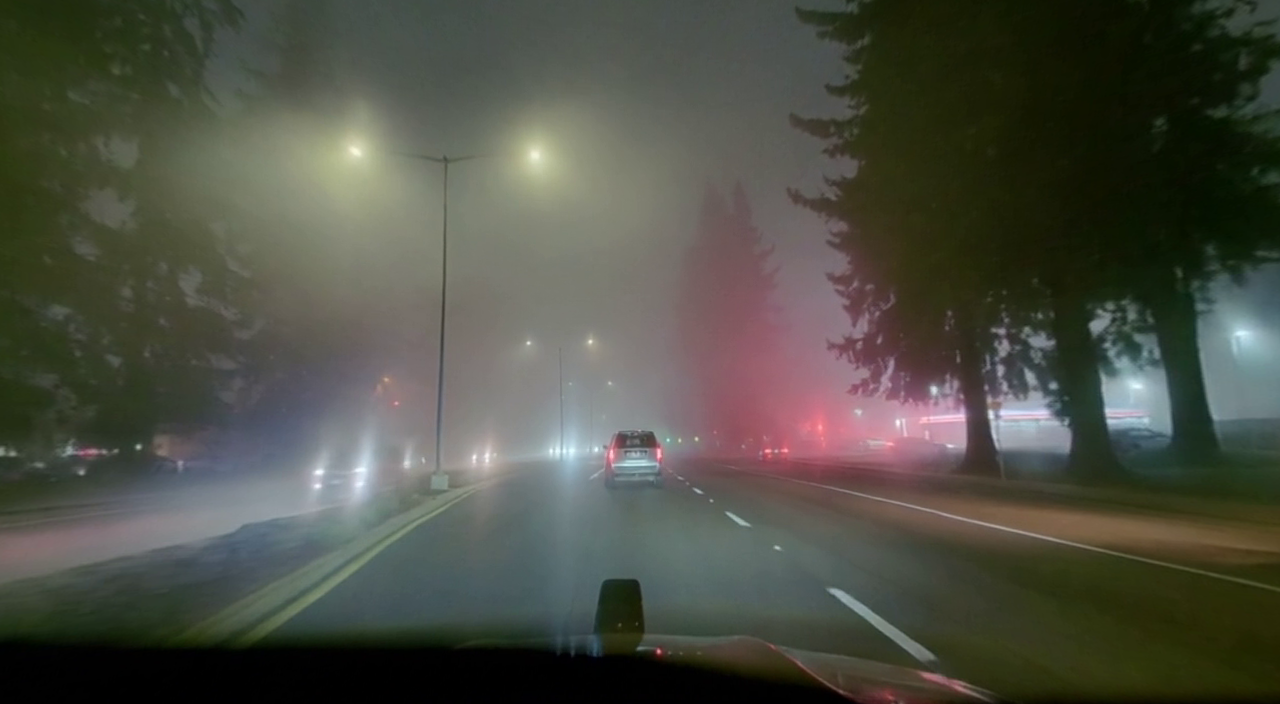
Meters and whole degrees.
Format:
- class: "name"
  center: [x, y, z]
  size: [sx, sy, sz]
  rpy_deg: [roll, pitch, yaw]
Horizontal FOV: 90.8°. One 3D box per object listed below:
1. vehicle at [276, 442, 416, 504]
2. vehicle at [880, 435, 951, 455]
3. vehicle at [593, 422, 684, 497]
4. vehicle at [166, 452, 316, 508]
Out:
- class: "vehicle"
  center: [-8.643, 3.562, 19.091]
  size: [2.120, 1.628, 4.331]
  rpy_deg: [0, -8, 0]
- class: "vehicle"
  center: [20.603, 6.963, 47.401]
  size: [4.339, 1.456, 2.030]
  rpy_deg: [0, -8, -3]
- class: "vehicle"
  center: [-0.213, 3.105, 18.651]
  size: [2.300, 1.870, 4.936]
  rpy_deg: [0, -8, -4]
- class: "vehicle"
  center: [-12.395, 3.962, 20.054]
  size: [1.866, 1.491, 4.495]
  rpy_deg: [0, -8, -1]
